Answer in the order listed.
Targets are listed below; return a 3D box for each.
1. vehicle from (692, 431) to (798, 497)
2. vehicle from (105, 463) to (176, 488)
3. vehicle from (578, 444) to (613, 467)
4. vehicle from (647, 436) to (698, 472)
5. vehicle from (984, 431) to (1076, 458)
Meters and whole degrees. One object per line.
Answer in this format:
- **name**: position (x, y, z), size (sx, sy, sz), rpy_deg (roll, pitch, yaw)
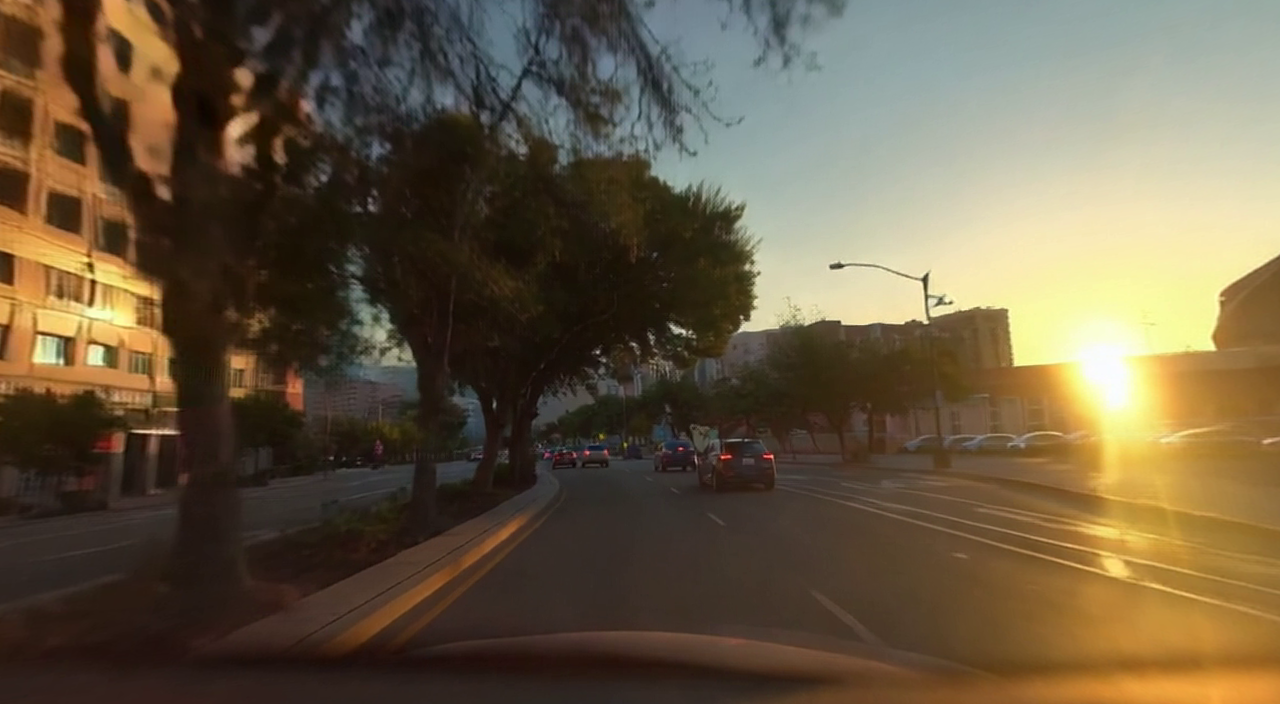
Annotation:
- **vehicle**: position (2.771, 3.056, 17.626), size (1.966, 1.596, 3.980), rpy_deg (1, -9, -5)
- **vehicle**: position (-32.248, 7.942, 40.914), size (1.600, 1.375, 4.319), rpy_deg (0, -9, -9)
- **vehicle**: position (-3.132, 7.111, 43.628), size (2.068, 1.512, 3.987), rpy_deg (1, -9, -9)
- **vehicle**: position (1.631, 5.367, 33.369), size (2.046, 1.768, 4.370), rpy_deg (1, -9, -6)
- **vehicle**: position (26.471, 6.287, 42.987), size (4.736, 1.755, 2.221), rpy_deg (0, -8, -3)
